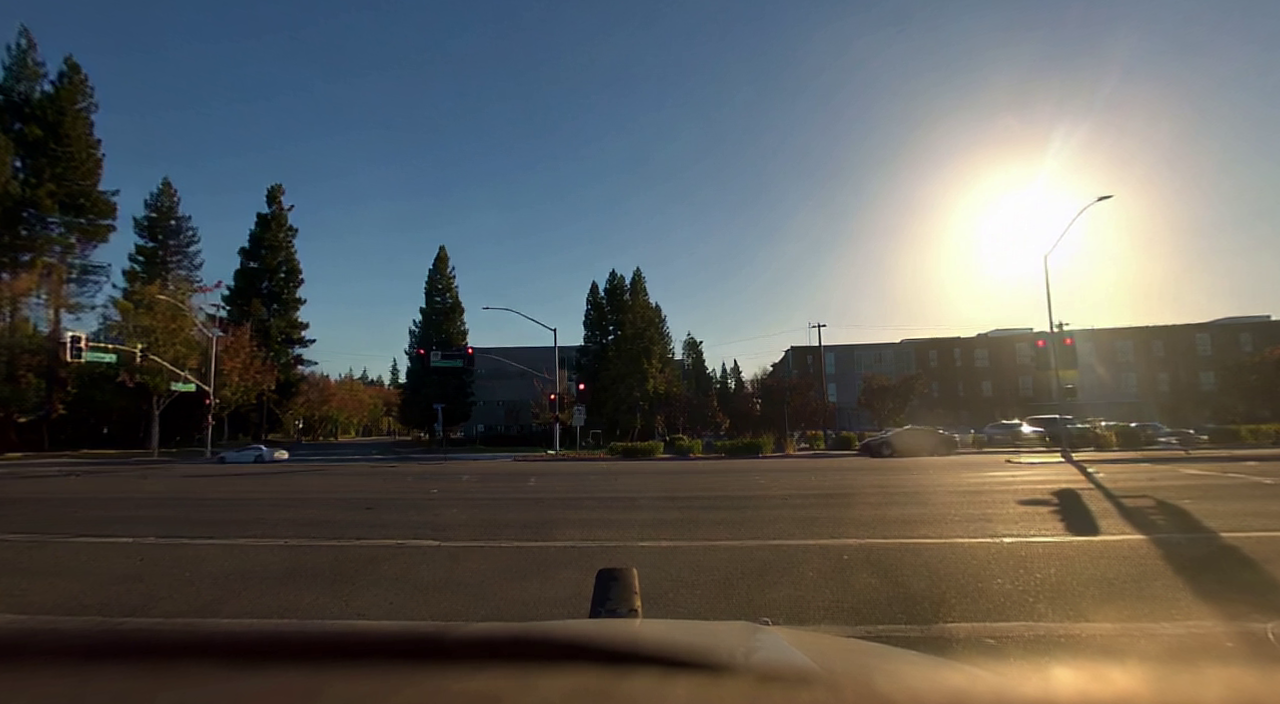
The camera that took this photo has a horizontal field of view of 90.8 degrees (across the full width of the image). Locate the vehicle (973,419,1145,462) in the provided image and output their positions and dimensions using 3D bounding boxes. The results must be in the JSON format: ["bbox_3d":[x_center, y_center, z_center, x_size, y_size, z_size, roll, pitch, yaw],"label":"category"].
[{"bbox_3d":[15.024,3.219,22.945,4.749,1.461,1.892,-1,-9,9],"label":"vehicle"}]

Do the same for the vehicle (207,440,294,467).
[{"bbox_3d":[-22.747,5.918,36.982,4.020,1.517,1.855,-2,-9,10],"label":"vehicle"}]

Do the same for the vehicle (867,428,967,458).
[{"bbox_3d":[14.699,4.866,33.758,4.488,1.536,1.849,-2,-9,10],"label":"vehicle"}]
